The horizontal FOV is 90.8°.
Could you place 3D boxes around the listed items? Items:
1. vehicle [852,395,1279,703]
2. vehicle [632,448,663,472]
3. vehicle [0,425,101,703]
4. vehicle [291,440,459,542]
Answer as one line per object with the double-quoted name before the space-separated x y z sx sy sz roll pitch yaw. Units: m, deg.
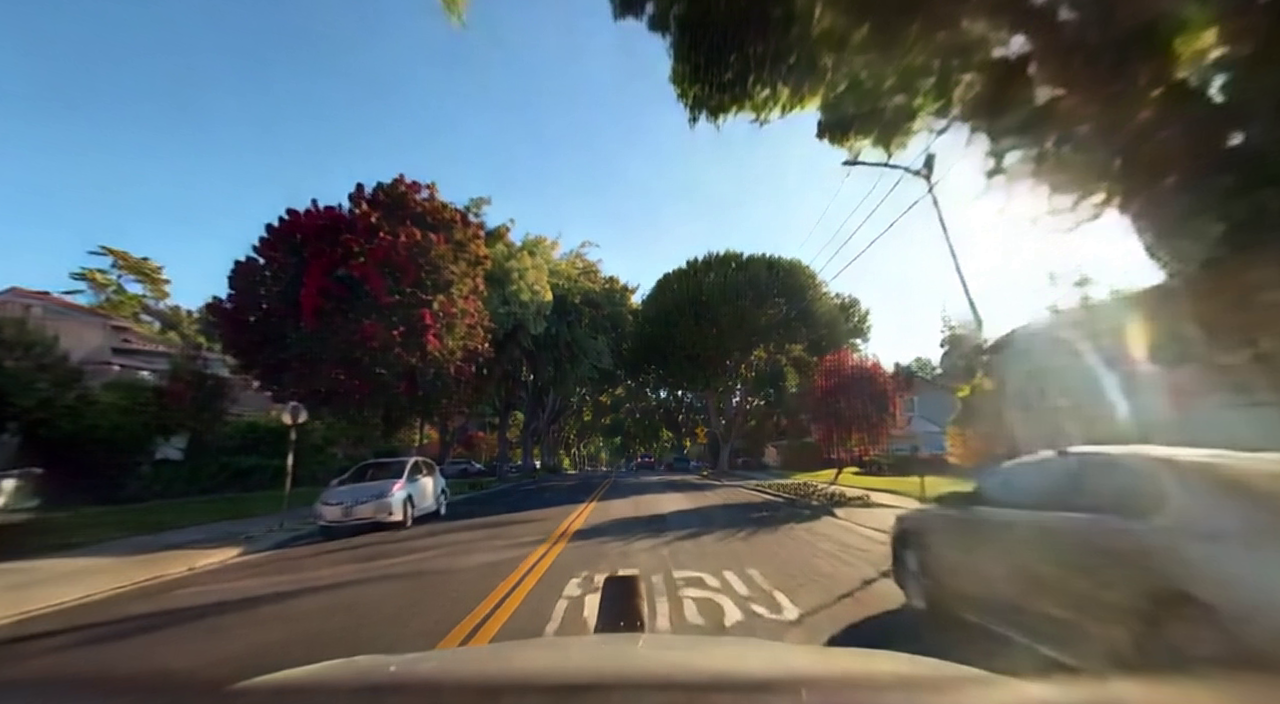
"vehicle" 3.007 1.154 3.514 2.047 1.532 4.350 0 -9 -1
"vehicle" 0.464 7.332 43.011 2.022 1.481 4.050 0 -9 -1
"vehicle" -5.389 1.182 2.356 2.155 1.907 5.100 -1 -8 1
"vehicle" -5.782 3.039 14.448 2.027 1.803 4.306 -4 -9 0
